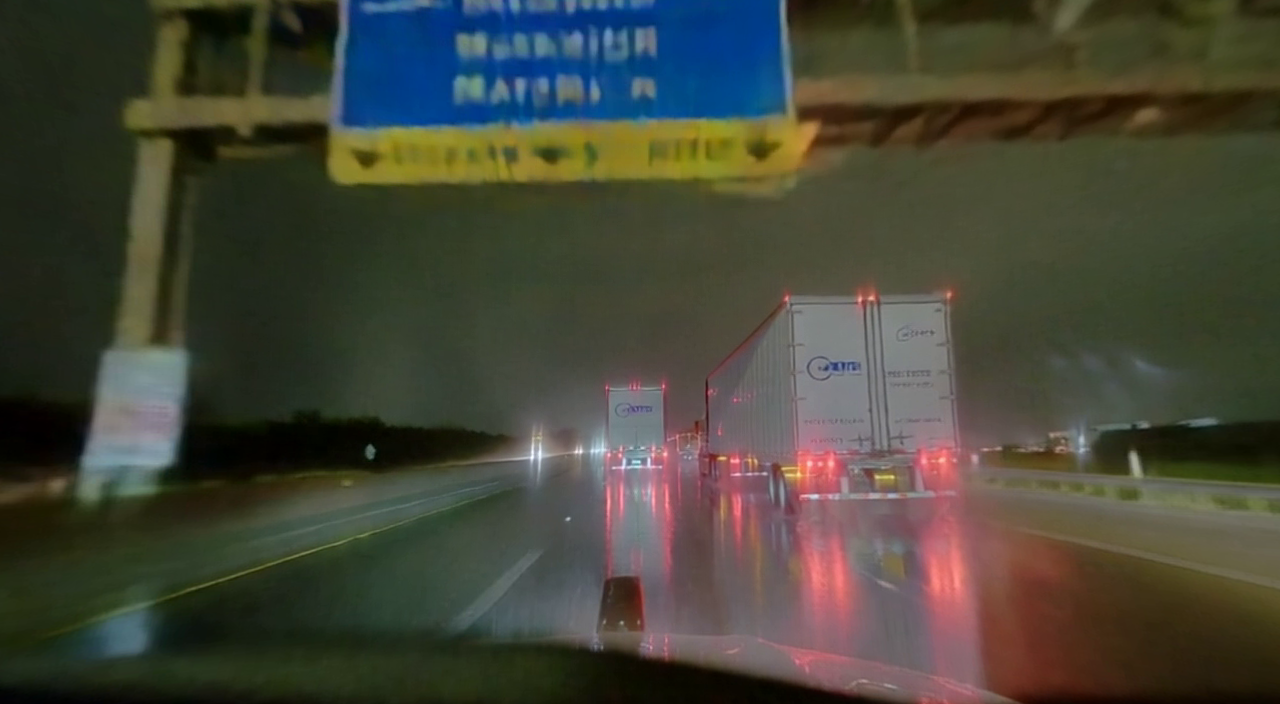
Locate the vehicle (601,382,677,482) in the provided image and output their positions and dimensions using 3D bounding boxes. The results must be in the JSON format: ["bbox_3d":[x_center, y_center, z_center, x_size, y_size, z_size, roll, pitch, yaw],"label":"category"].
[{"bbox_3d":[-0.017,3.813,29.058,2.864,3.805,9.709,0,-9,0],"label":"vehicle"}]

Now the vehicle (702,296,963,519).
[{"bbox_3d":[4.229,2.075,18.872,3.044,4.128,14.482,0,-9,-1],"label":"vehicle"}]
